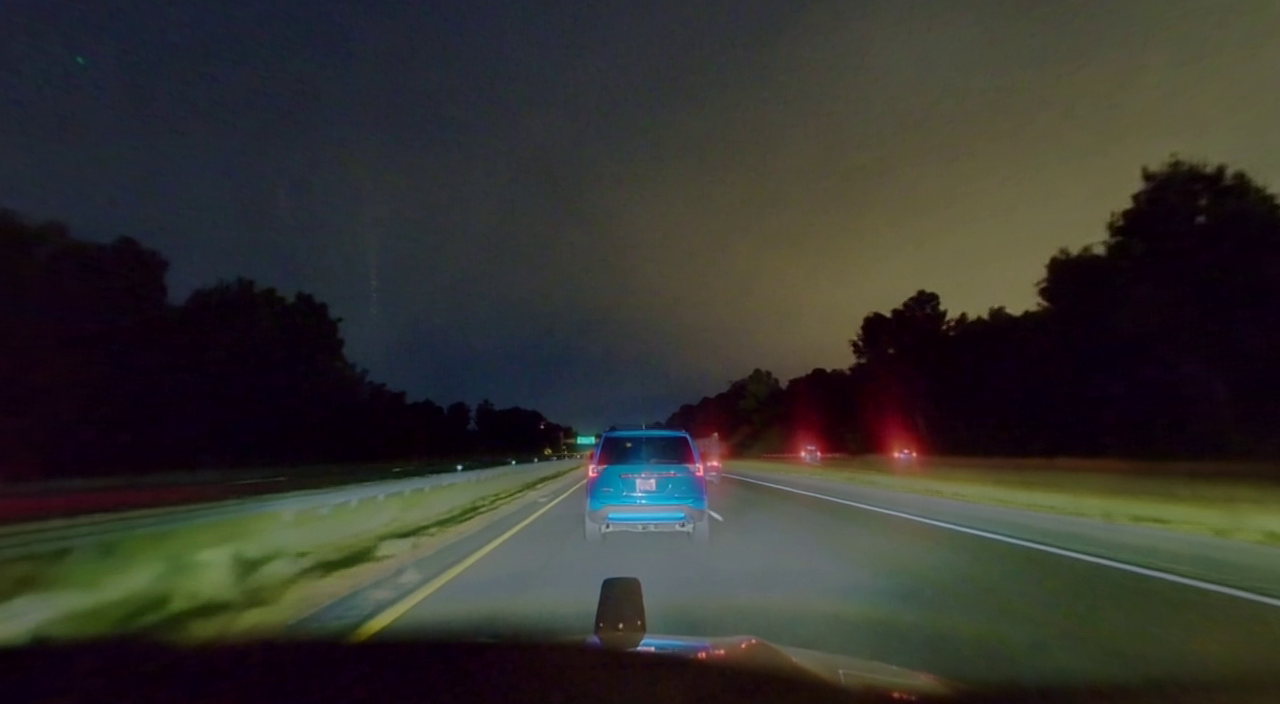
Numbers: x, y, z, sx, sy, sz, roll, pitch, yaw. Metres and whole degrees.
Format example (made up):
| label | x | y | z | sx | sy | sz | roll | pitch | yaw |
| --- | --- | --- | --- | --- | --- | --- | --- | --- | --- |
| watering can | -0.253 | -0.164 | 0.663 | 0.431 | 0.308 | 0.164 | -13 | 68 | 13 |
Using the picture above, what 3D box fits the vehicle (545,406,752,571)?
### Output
| label | x | y | z | sx | sy | sz | roll | pitch | yaw |
| --- | --- | --- | --- | --- | --- | --- | --- | --- | --- |
| vehicle | 0.091 | 1.834 | 9.117 | 2.288 | 1.823 | 4.059 | 0 | -9 | 0 |
